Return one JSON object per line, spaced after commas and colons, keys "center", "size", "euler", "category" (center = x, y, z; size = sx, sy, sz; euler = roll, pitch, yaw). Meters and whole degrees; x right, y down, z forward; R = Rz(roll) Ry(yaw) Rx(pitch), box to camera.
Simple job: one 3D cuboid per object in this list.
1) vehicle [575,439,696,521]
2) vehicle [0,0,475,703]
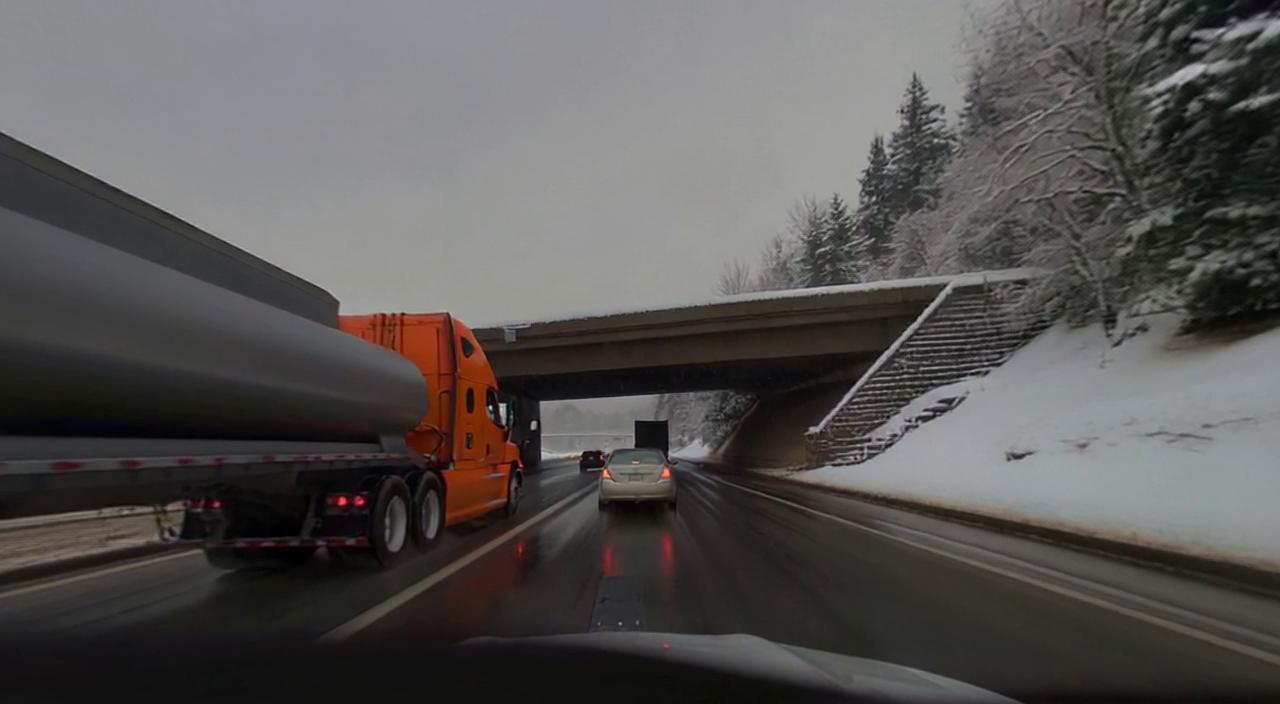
{"center": [-0.091, 2.691, 13.798], "size": [2.215, 1.481, 4.246], "euler": [0, -9, 0], "category": "vehicle"}
{"center": [-4.275, 0.077, 2.768], "size": [2.896, 3.563, 14.643], "euler": [0, -9, 1], "category": "vehicle"}
